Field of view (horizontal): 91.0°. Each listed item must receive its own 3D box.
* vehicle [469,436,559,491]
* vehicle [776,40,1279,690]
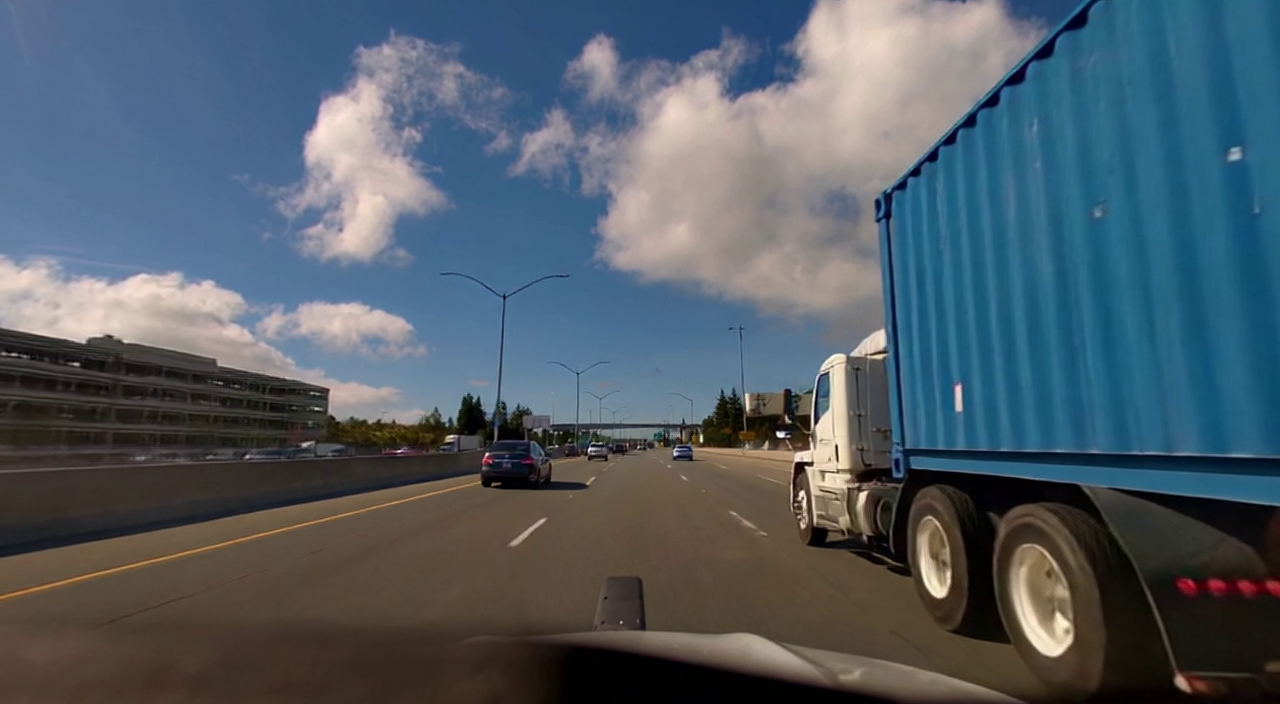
[{"bbox_3d":[-3.783,3.427,19.702,1.954,1.528,4.010,0,-9,0],"label":"vehicle"},{"bbox_3d":[3.684,0.417,6.801,3.089,3.779,6.420,0,-9,2],"label":"vehicle"}]
